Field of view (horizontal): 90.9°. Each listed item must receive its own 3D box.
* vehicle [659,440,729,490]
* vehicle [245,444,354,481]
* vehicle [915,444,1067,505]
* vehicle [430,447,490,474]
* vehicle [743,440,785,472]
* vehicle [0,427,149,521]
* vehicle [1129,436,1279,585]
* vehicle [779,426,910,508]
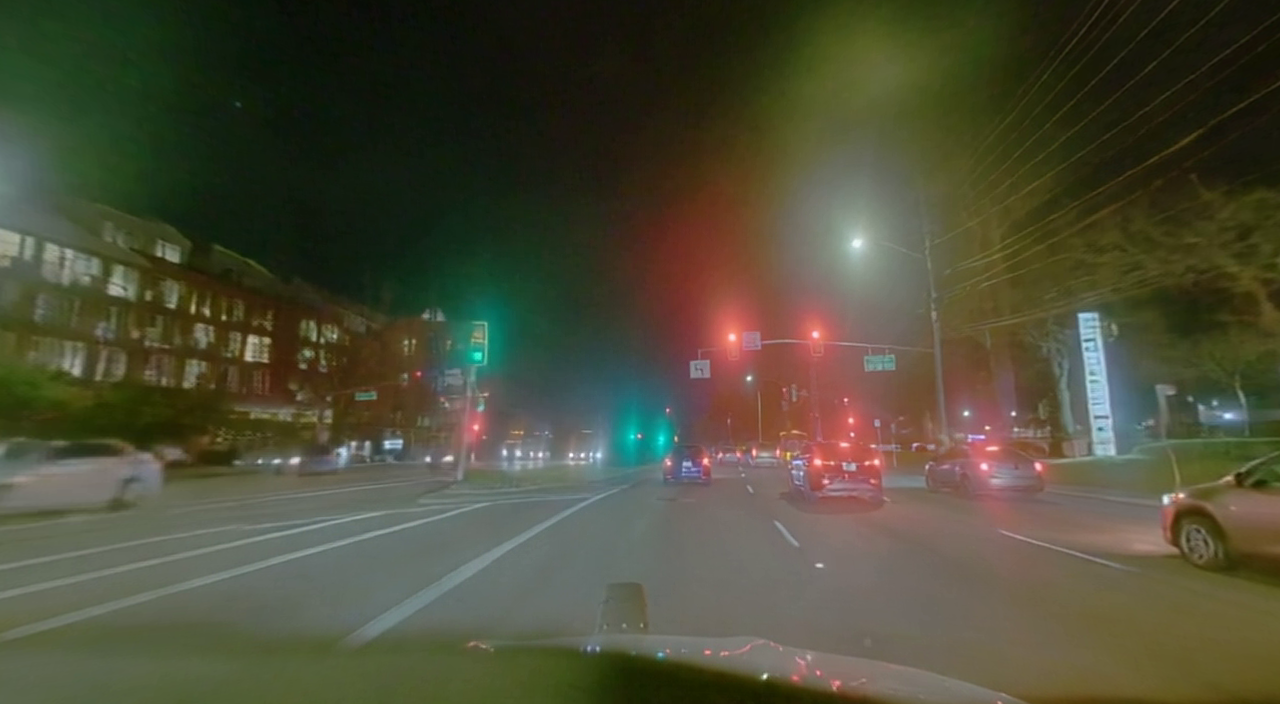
[{"bbox_3d":[1.916,3.816,21.735,2.168,1.527,4.174,-1,-8,7],"label":"vehicle"},{"bbox_3d":[-15.035,4.877,28.216,1.905,1.469,4.825,-1,-8,5],"label":"vehicle"},{"bbox_3d":[9.538,3.309,17.642,1.882,1.463,4.543,-1,-8,4],"label":"vehicle"},{"bbox_3d":[-10.172,6.148,35.970,1.779,1.388,4.210,-1,-8,7],"label":"vehicle"},{"bbox_3d":[6.641,5.594,34.131,1.896,1.612,4.203,-1,-8,7],"label":"vehicle"},{"bbox_3d":[-12.773,2.377,12.490,2.057,1.705,4.754,-1,-8,3],"label":"vehicle"},{"bbox_3d":[7.283,1.522,5.902,1.866,1.471,4.478,0,-8,1],"label":"vehicle"},{"bbox_3d":[5.132,2.929,16.603,2.119,1.810,4.848,-1,-8,4],"label":"vehicle"}]
